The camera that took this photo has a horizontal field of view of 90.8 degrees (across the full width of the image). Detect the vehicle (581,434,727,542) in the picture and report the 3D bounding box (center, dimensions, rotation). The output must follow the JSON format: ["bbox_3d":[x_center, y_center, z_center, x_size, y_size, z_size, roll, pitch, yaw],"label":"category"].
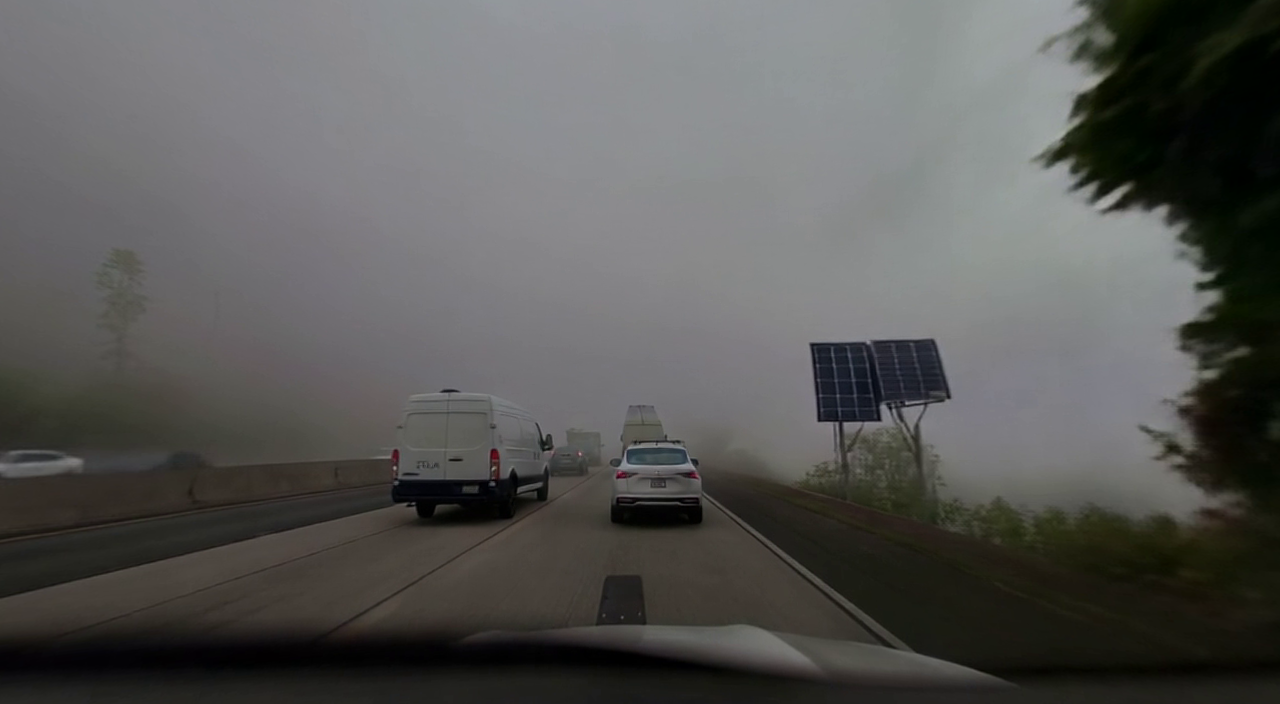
[{"bbox_3d":[0.185,2.201,10.742,2.063,1.507,3.488,0,-9,0],"label":"vehicle"}]

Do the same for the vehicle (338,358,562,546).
[{"bbox_3d":[-3.199,1.970,12.681,2.289,2.757,6.726,0,-9,1],"label":"vehicle"}]
